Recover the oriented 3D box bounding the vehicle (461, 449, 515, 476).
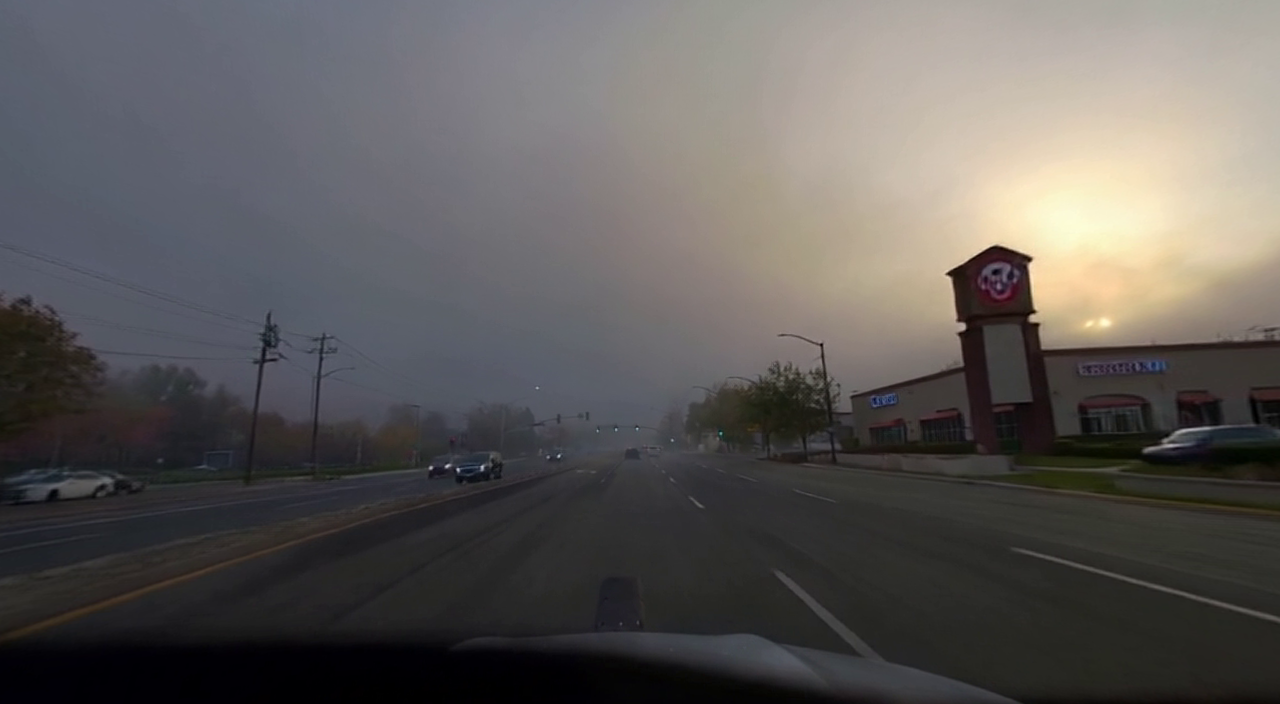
[{"bbox_3d":[-8.931,6.523,37.567,2.065,1.504,4.593,0,-9,0],"label":"vehicle"}]

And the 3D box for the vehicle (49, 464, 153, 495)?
[{"bbox_3d":[-28.704,6.793,33.787,3.753,1.432,1.665,2,-10,-19],"label":"vehicle"}]

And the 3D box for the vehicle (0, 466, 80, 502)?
[{"bbox_3d":[-28.232,5.819,27.871,4.740,1.480,1.923,3,-10,-21],"label":"vehicle"}]

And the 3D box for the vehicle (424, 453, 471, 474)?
[{"bbox_3d":[-14.955,8.681,49.410,1.929,1.497,4.697,-1,-9,3],"label":"vehicle"}]
